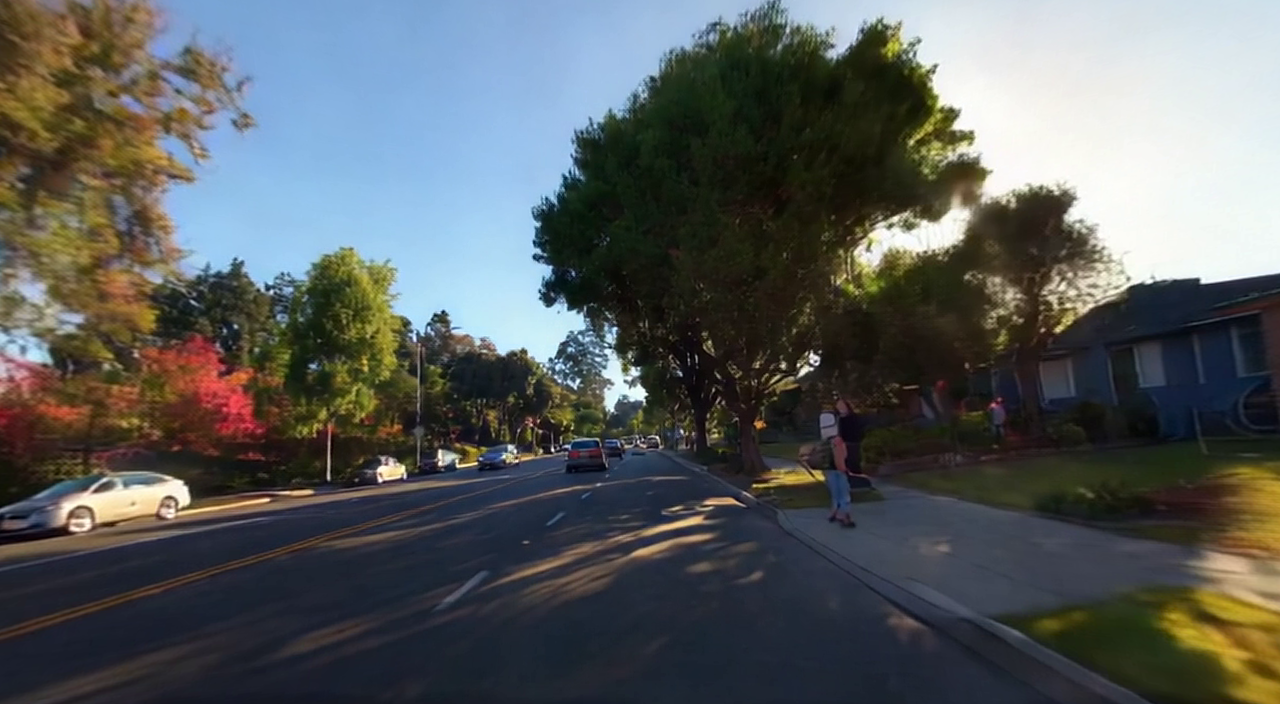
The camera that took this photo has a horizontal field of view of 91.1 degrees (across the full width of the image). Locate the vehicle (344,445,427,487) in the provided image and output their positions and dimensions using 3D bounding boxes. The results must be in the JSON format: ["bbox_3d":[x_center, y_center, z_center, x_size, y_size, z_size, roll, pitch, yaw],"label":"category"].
[{"bbox_3d":[-11.934,5.344,29.850,1.904,1.728,4.997,1,-8,-1],"label":"vehicle"}]

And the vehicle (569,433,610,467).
[{"bbox_3d":[-2.847,5.628,36.131,1.908,1.809,4.230,0,-8,1],"label":"vehicle"}]

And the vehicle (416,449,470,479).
[{"bbox_3d":[-11.936,6.794,38.328,1.910,1.462,4.581,-4,-7,-2],"label":"vehicle"}]

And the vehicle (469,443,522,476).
[{"bbox_3d":[-8.752,6.524,38.417,2.019,1.907,4.697,0,-8,2],"label":"vehicle"}]

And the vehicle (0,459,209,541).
[{"bbox_3d":[-12.345,3.206,14.235,1.887,1.469,4.691,0,-9,-1],"label":"vehicle"}]
